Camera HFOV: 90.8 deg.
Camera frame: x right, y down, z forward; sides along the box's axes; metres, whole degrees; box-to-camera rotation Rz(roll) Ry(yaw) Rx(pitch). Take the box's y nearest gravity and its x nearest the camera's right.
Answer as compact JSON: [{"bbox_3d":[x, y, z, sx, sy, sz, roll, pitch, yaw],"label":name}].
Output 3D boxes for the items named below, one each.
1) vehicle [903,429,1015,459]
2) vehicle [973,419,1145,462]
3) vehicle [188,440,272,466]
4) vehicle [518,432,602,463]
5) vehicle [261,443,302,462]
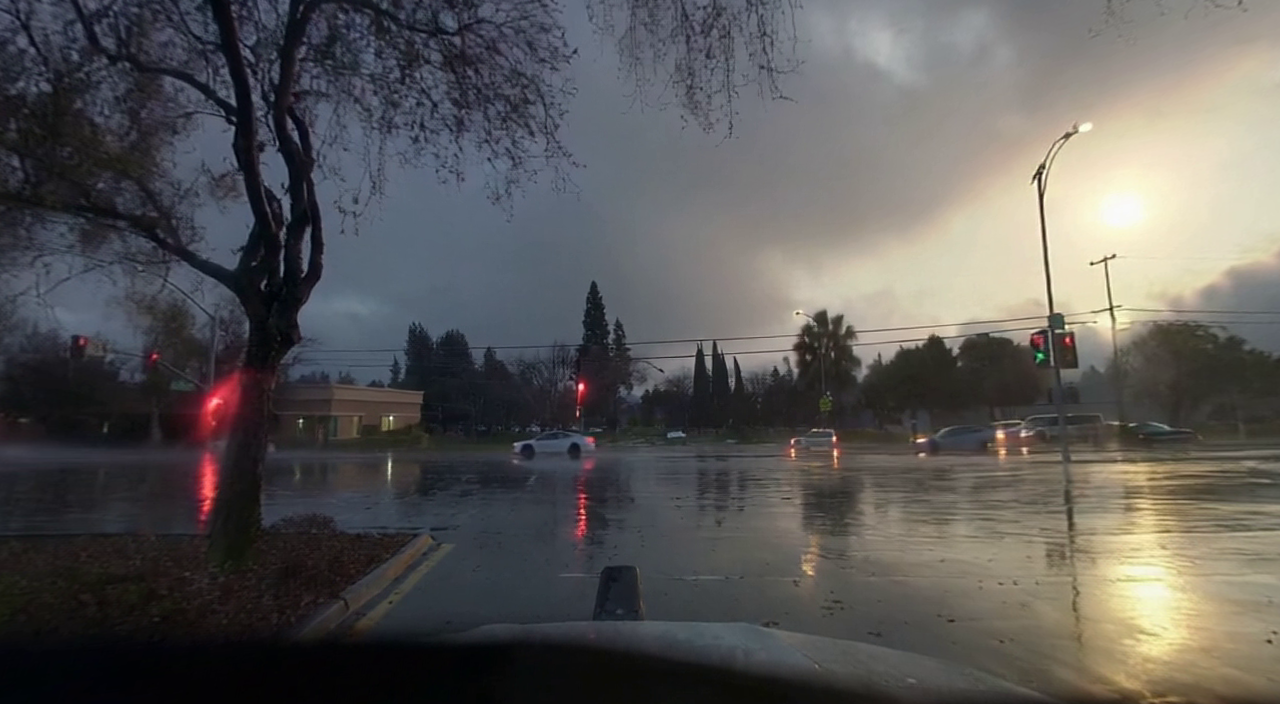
[{"bbox_3d":[16.583,4.802,33.094,4.801,1.494,1.915,-2,-9,10],"label":"vehicle"},{"bbox_3d":[15.024,3.214,22.945,4.749,1.461,1.892,-1,-9,9],"label":"vehicle"},{"bbox_3d":[-26.516,6.543,40.927,4.370,1.592,1.886,-2,-9,10],"label":"vehicle"},{"bbox_3d":[-4.688,5.647,37.340,4.590,1.701,1.881,-2,-9,11],"label":"vehicle"},{"bbox_3d":[-28.077,7.855,49.628,2.235,1.417,4.272,3,-9,-22],"label":"vehicle"}]
